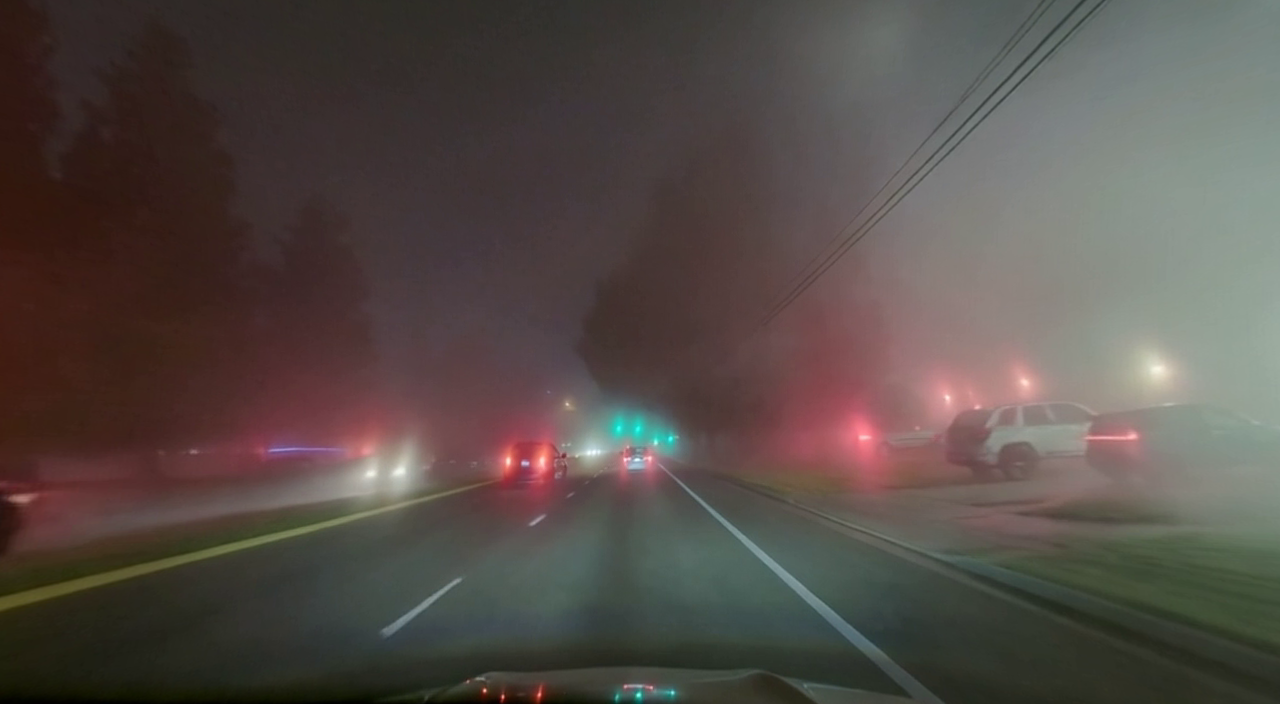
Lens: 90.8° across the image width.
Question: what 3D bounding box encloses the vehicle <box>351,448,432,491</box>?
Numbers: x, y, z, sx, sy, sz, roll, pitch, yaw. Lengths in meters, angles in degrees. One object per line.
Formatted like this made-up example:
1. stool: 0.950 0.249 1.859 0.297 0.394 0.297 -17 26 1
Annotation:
1. vehicle: -12.004 5.661 30.890 2.070 1.752 4.629 -4 -8 0

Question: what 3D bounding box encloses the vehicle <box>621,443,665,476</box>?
1. vehicle: 0.120 5.341 31.697 2.062 1.518 3.901 0 -8 0

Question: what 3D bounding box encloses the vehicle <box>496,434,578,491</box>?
1. vehicle: -3.498 3.852 22.401 2.157 1.771 4.452 0 -8 0

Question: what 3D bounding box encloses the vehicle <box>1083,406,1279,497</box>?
1. vehicle: 11.384 1.799 11.912 4.573 1.461 1.867 -3 -8 0

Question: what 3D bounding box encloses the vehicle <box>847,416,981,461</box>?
1. vehicle: 15.368 4.874 35.732 6.374 2.098 2.415 -3 -8 -1
